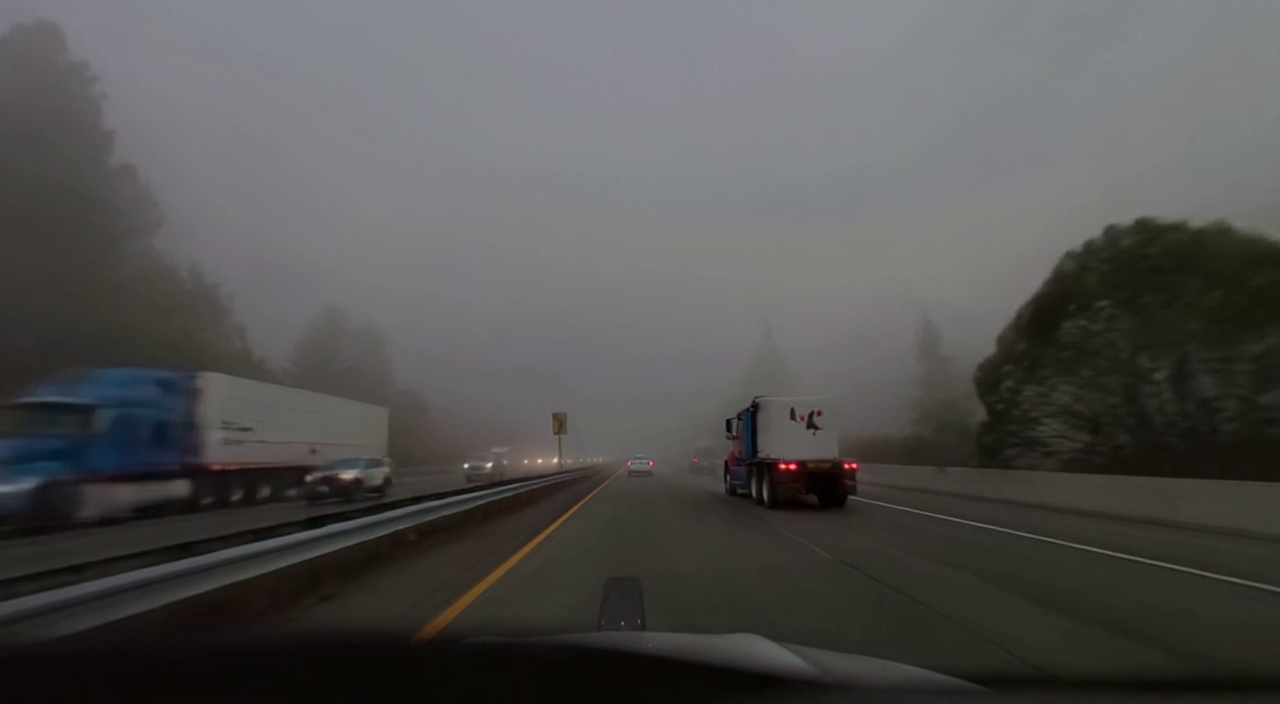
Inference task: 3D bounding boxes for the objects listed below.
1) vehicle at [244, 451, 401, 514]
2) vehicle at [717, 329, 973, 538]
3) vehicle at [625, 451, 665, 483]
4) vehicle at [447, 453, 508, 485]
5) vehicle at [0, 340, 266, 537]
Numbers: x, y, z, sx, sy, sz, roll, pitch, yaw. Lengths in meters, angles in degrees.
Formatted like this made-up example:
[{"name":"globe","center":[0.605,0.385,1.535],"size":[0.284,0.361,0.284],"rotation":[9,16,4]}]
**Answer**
[{"name":"vehicle","center":[-8.420,3.475,17.297],"size":[2.005,1.472,4.461],"rotation":[0,-9,0]},{"name":"vehicle","center":[4.325,2.345,17.210],"size":[2.885,3.679,12.102],"rotation":[0,-9,0]},{"name":"vehicle","center":[0.233,5.827,32.212],"size":[1.939,1.495,3.612],"rotation":[0,-9,0]},{"name":"vehicle","center":[-8.293,5.998,32.533],"size":[2.012,1.487,4.378],"rotation":[0,-9,0]},{"name":"vehicle","center":[-12.838,2.194,15.855],"size":[2.987,3.993,5.925],"rotation":[0,-9,0]}]
